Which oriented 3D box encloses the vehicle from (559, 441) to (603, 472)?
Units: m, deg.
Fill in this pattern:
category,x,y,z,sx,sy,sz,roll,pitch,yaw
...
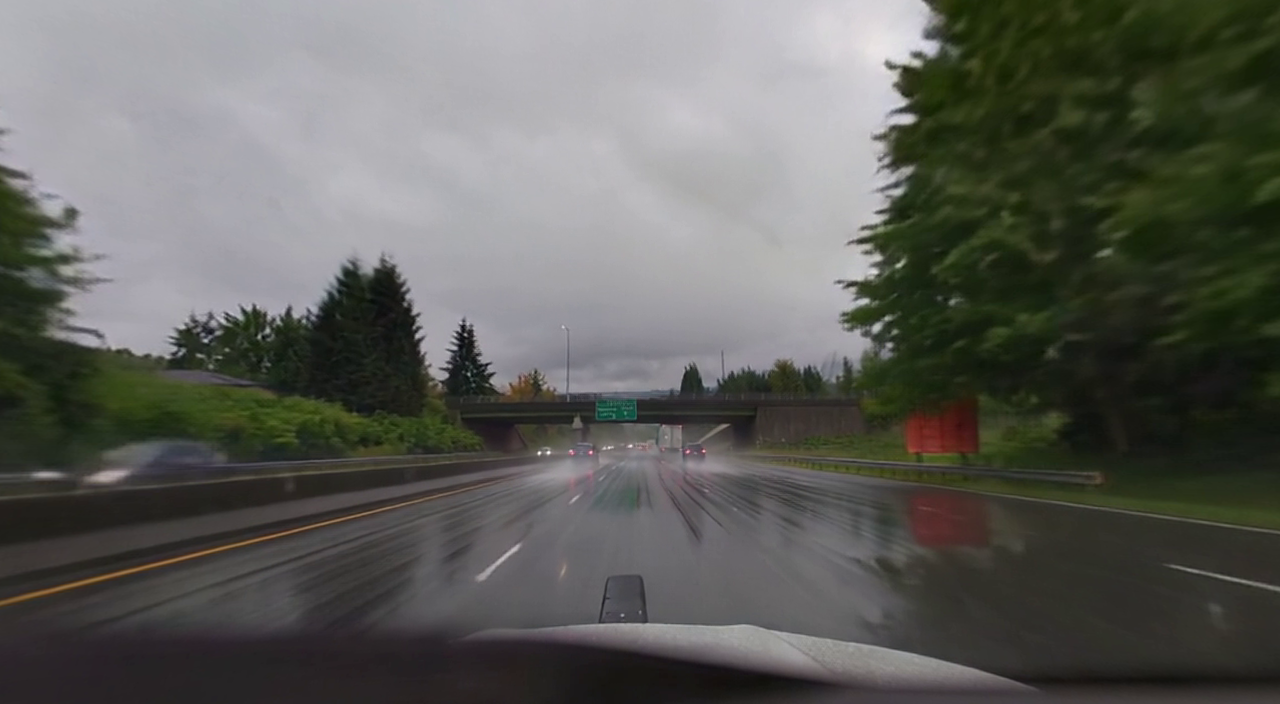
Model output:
category,x,y,z,sx,sy,sz,roll,pitch,yaw
vehicle,-3.567,6.478,39.270,2.238,1.792,4.518,0,-9,1
